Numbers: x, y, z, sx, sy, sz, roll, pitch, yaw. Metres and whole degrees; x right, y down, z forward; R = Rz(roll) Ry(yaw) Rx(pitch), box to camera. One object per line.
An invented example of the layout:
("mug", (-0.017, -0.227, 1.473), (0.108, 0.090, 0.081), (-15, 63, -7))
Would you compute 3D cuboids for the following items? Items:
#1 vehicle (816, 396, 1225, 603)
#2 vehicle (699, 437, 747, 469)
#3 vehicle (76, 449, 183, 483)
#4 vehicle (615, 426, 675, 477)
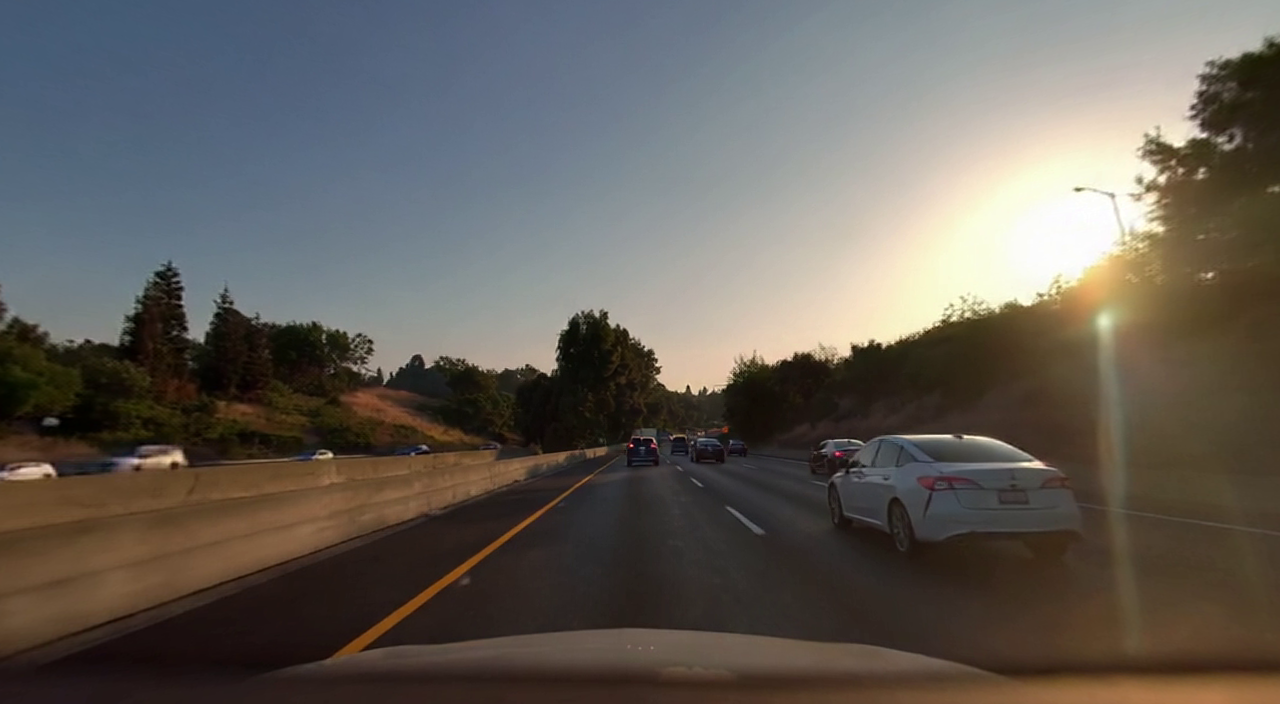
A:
("vehicle", (3.725, 1.518, 7.405), (2.003, 1.661, 4.418), (0, -8, 0))
("vehicle", (4.197, 5.167, 32.483), (1.825, 1.487, 4.034), (0, -8, -1))
("vehicle", (-27.193, 6.036, 33.808), (1.927, 1.635, 4.529), (0, -8, 0))
("vehicle", (0.176, 3.914, 25.020), (2.189, 1.852, 4.038), (0, -8, 0))
